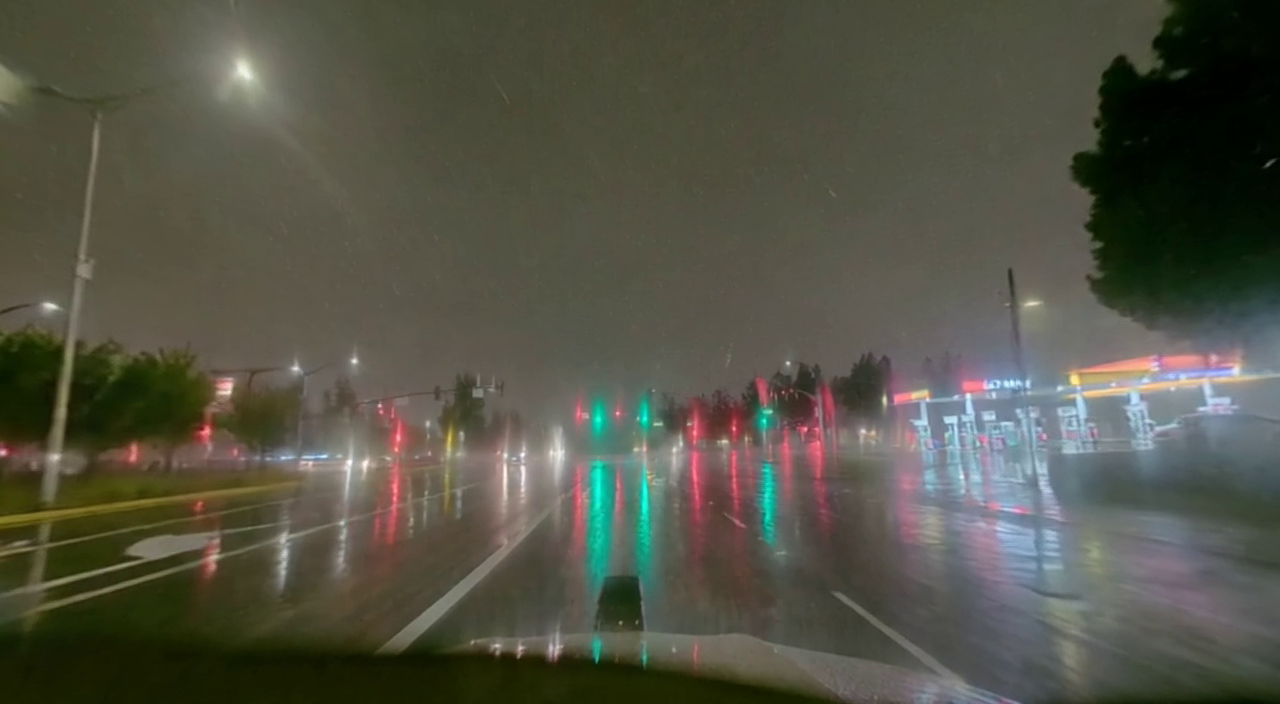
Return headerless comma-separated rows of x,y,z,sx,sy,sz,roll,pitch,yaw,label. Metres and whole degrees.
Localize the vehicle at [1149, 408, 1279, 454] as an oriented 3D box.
22.841,3.069,24.530,4.230,1.590,1.877,-2,-8,0,vehicle
